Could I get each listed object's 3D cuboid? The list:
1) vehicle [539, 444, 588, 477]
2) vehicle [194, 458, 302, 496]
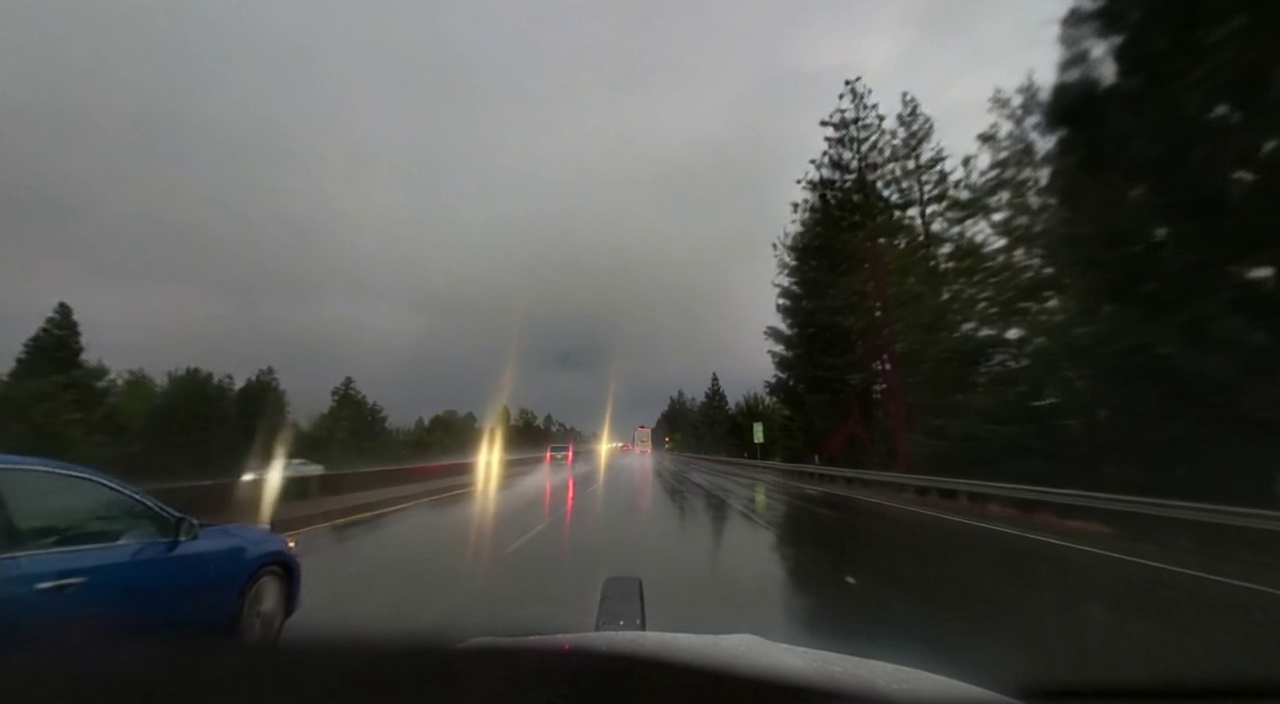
[{"bbox_3d":[-3.824,5.508,32.177,2.018,1.548,3.849,0,-9,0],"label":"vehicle"},{"bbox_3d":[-16.895,5.383,27.504,1.813,1.419,4.392,-1,-9,1],"label":"vehicle"}]
